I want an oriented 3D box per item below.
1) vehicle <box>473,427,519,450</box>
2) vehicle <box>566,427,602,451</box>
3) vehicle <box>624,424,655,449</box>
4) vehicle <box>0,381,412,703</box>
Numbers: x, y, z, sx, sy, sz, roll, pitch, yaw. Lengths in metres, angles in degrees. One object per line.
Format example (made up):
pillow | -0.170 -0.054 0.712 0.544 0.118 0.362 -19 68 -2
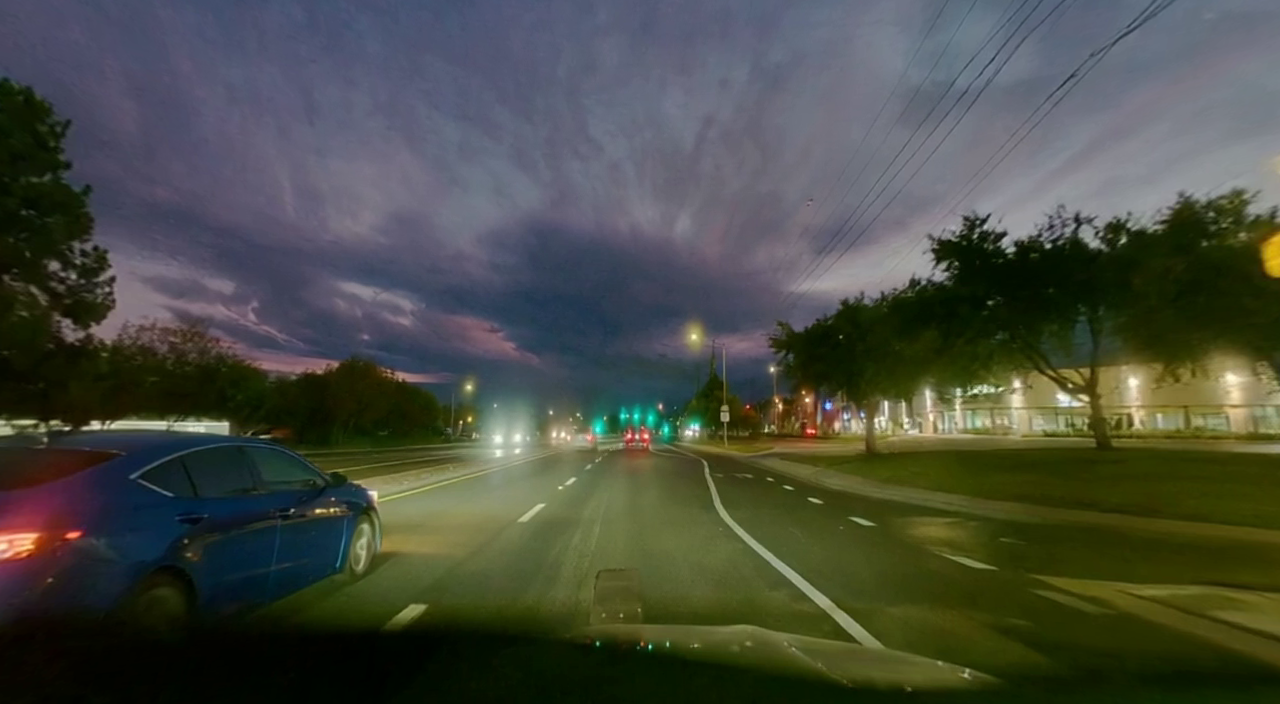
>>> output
vehicle | -9.138 5.570 40.472 1.971 1.415 4.317 0 -8 -1
vehicle | -3.657 5.758 41.808 2.021 1.486 3.623 0 -8 0
vehicle | -0.066 6.320 46.998 2.182 1.773 4.041 0 -8 -1
vehicle | -3.401 1.145 4.336 1.928 1.488 4.635 0 -8 0
